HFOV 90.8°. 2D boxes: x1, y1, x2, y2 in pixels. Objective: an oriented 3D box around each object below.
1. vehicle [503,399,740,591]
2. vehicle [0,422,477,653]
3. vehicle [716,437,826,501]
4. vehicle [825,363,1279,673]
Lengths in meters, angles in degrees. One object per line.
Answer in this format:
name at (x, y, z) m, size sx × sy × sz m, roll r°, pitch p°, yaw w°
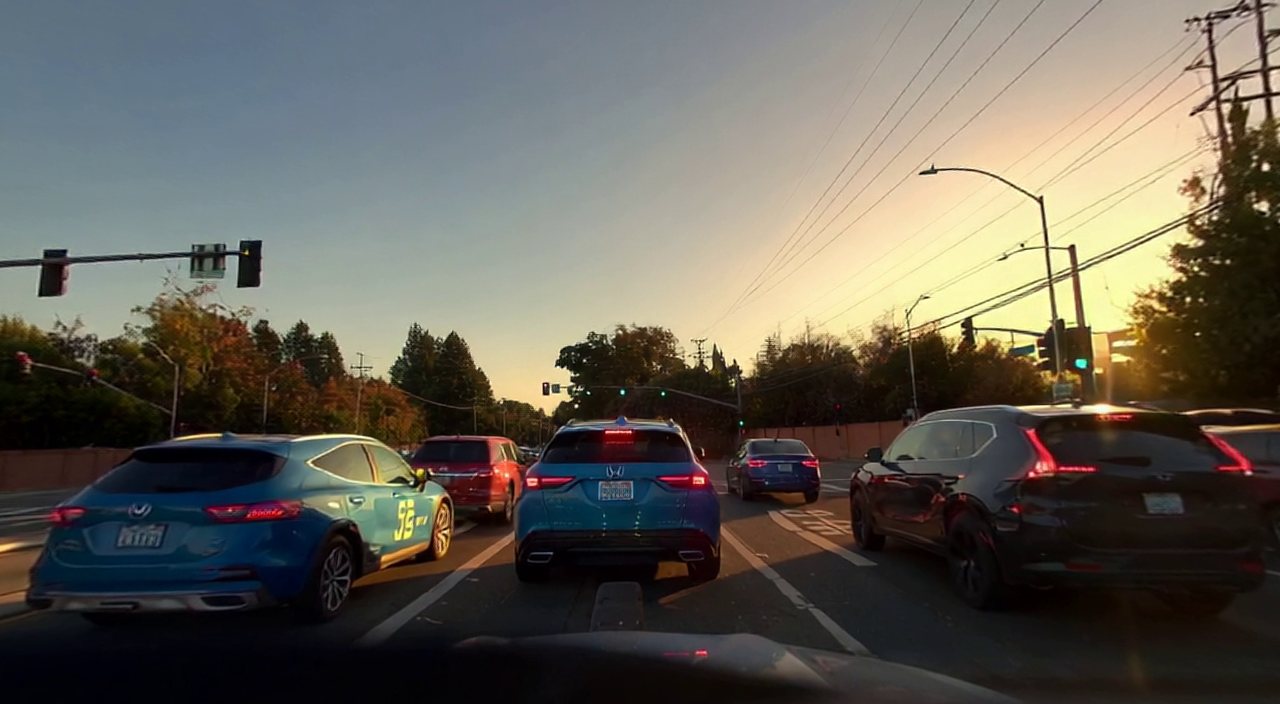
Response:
vehicle at (-0.136, 1.590, 7.778) m, size 2.111 × 1.712 × 4.078 m, roll 0°, pitch -9°, yaw 1°
vehicle at (-3.191, 1.533, 6.358) m, size 1.881 × 1.466 × 4.484 m, roll 0°, pitch -9°, yaw 0°
vehicle at (3.357, 3.086, 17.096) m, size 1.949 × 1.479 × 4.489 m, roll 0°, pitch -9°, yaw -1°
vehicle at (3.518, 1.301, 6.040) m, size 1.999 × 1.789 × 4.583 m, roll 0°, pitch -9°, yaw -1°
